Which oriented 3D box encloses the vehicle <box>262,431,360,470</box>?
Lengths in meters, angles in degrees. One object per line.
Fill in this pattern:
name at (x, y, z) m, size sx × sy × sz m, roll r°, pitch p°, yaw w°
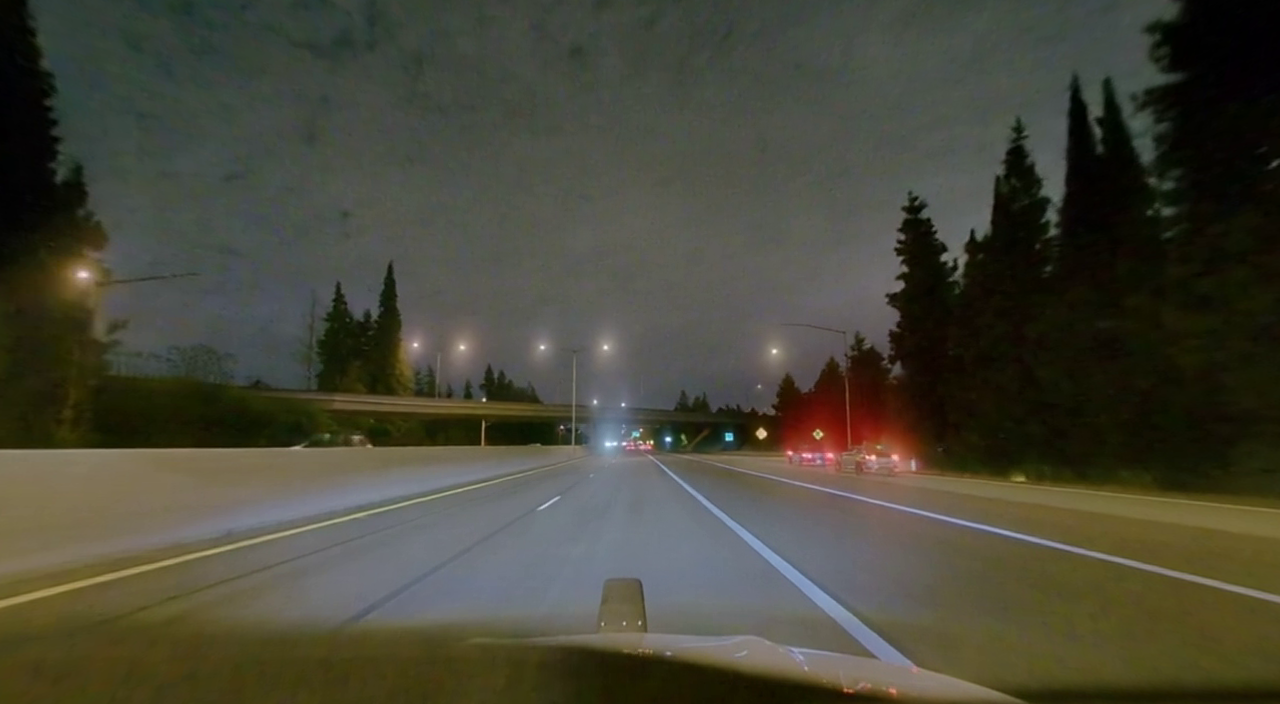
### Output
vehicle at (-15.059, 4.556, 29.233) m, size 1.957 × 1.648 × 4.783 m, roll 0°, pitch -9°, yaw 0°
